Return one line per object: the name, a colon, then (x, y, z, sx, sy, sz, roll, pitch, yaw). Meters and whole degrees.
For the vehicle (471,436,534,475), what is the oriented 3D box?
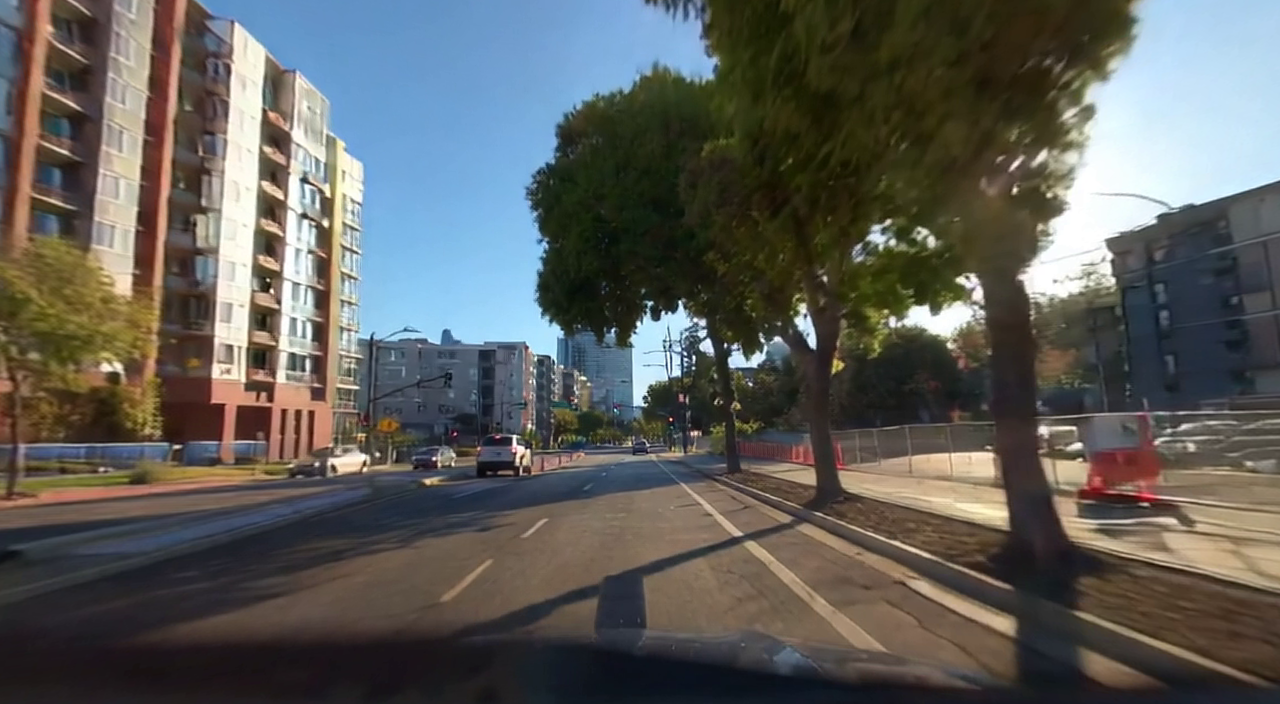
vehicle: (-6.545, 4.986, 30.537, 2.076, 1.724, 4.188, 0, -9, 0)
